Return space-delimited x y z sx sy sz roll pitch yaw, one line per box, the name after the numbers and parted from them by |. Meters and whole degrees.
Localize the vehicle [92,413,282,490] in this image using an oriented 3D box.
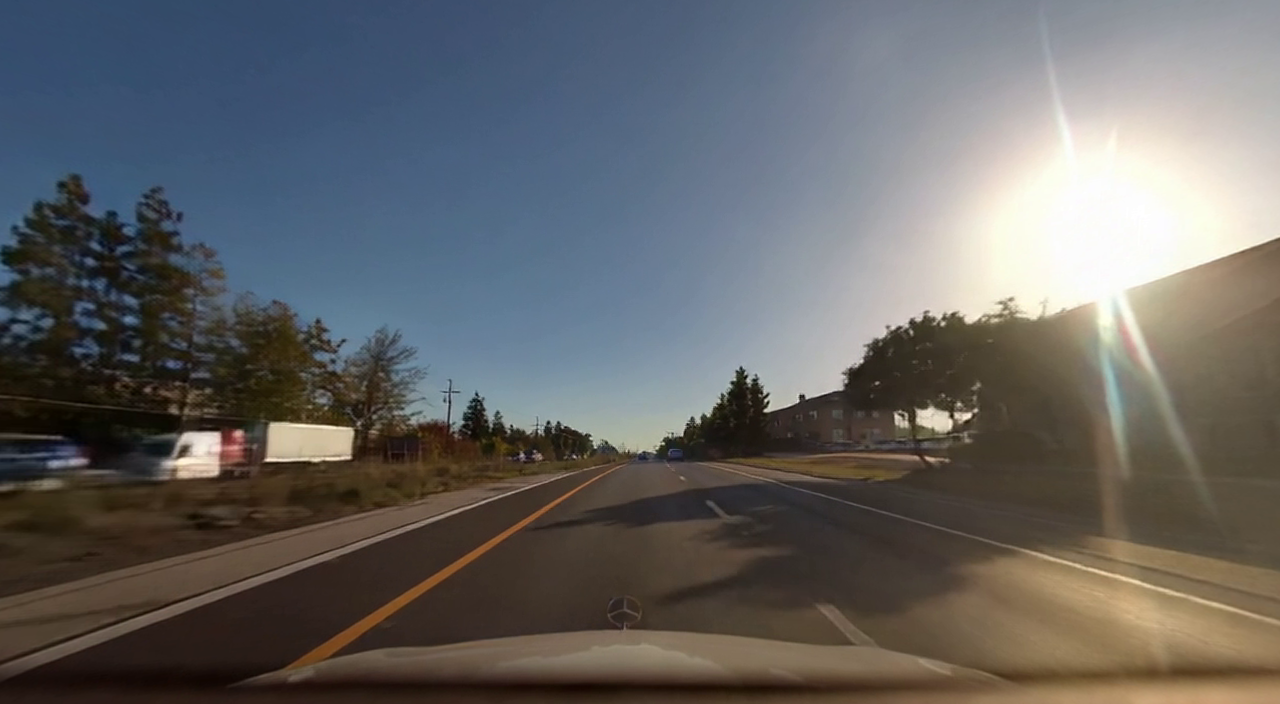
-22.587 5.067 32.379 3.178 3.344 8.688 0 -9 0 | vehicle
